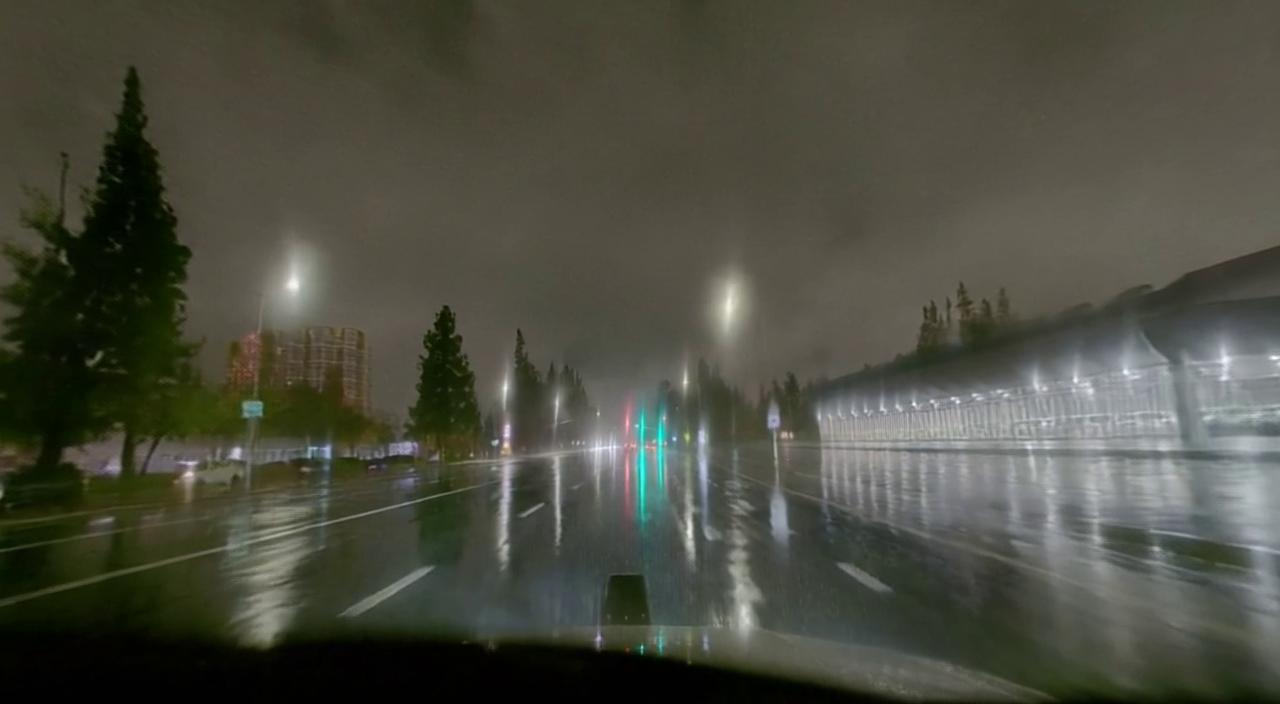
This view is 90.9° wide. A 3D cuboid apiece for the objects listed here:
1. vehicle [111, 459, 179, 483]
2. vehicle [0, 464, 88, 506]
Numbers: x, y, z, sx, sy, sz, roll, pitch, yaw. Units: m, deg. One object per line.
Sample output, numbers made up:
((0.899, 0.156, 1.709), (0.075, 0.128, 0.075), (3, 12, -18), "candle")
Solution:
((-37.386, 8.984, 47.740), (1.819, 1.589, 4.040), (0, -8, 1), "vehicle")
((-29.848, 6.394, 30.490), (1.902, 1.746, 4.706), (0, -8, 1), "vehicle")
